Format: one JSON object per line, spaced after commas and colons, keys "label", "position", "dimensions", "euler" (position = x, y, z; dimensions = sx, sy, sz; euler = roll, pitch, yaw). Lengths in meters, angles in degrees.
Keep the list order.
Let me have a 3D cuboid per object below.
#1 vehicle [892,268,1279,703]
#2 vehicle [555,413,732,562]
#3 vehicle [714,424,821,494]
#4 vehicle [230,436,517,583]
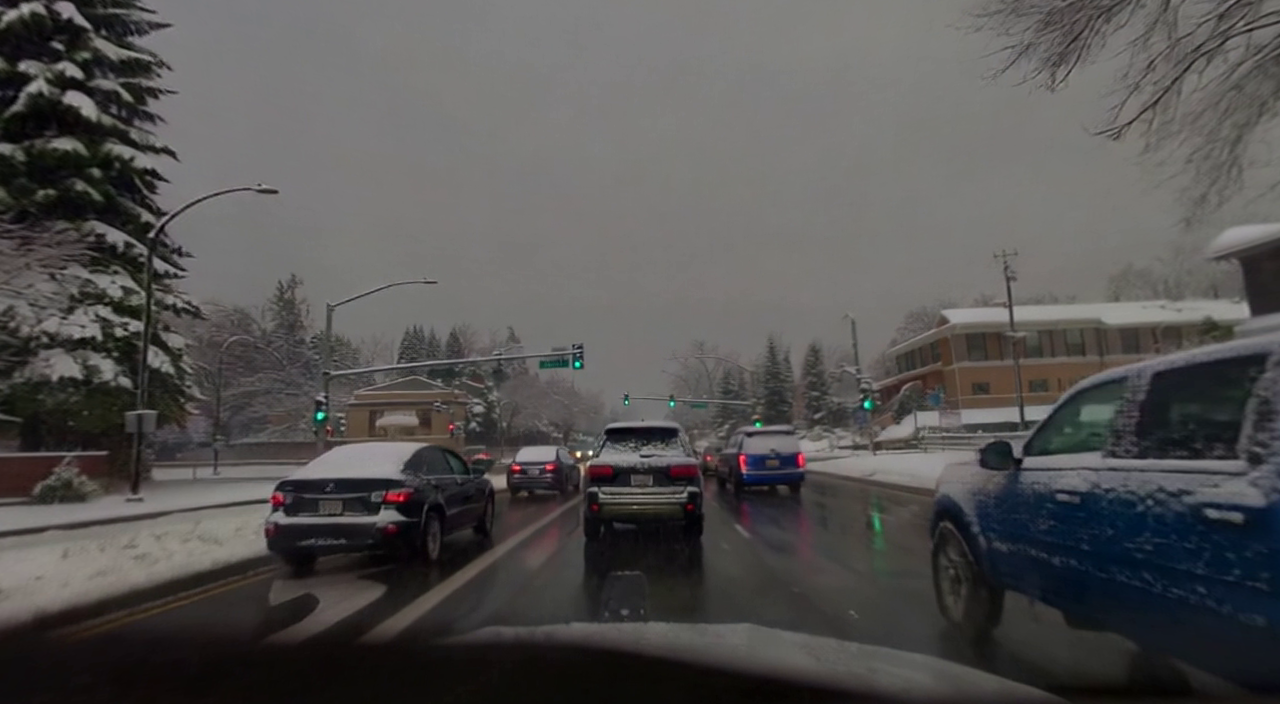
{"label": "vehicle", "position": [3.374, 0.698, 2.271], "dimensions": [2.571, 1.857, 5.841], "euler": [0, -8, 1]}
{"label": "vehicle", "position": [0.070, 1.908, 9.551], "dimensions": [2.113, 1.768, 3.901], "euler": [0, -8, 1]}
{"label": "vehicle", "position": [3.819, 3.337, 20.052], "dimensions": [2.408, 1.908, 5.355], "euler": [0, -8, 1]}
{"label": "vehicle", "position": [-3.192, 1.966, 8.863], "dimensions": [1.909, 1.476, 4.751], "euler": [0, -8, 1]}
